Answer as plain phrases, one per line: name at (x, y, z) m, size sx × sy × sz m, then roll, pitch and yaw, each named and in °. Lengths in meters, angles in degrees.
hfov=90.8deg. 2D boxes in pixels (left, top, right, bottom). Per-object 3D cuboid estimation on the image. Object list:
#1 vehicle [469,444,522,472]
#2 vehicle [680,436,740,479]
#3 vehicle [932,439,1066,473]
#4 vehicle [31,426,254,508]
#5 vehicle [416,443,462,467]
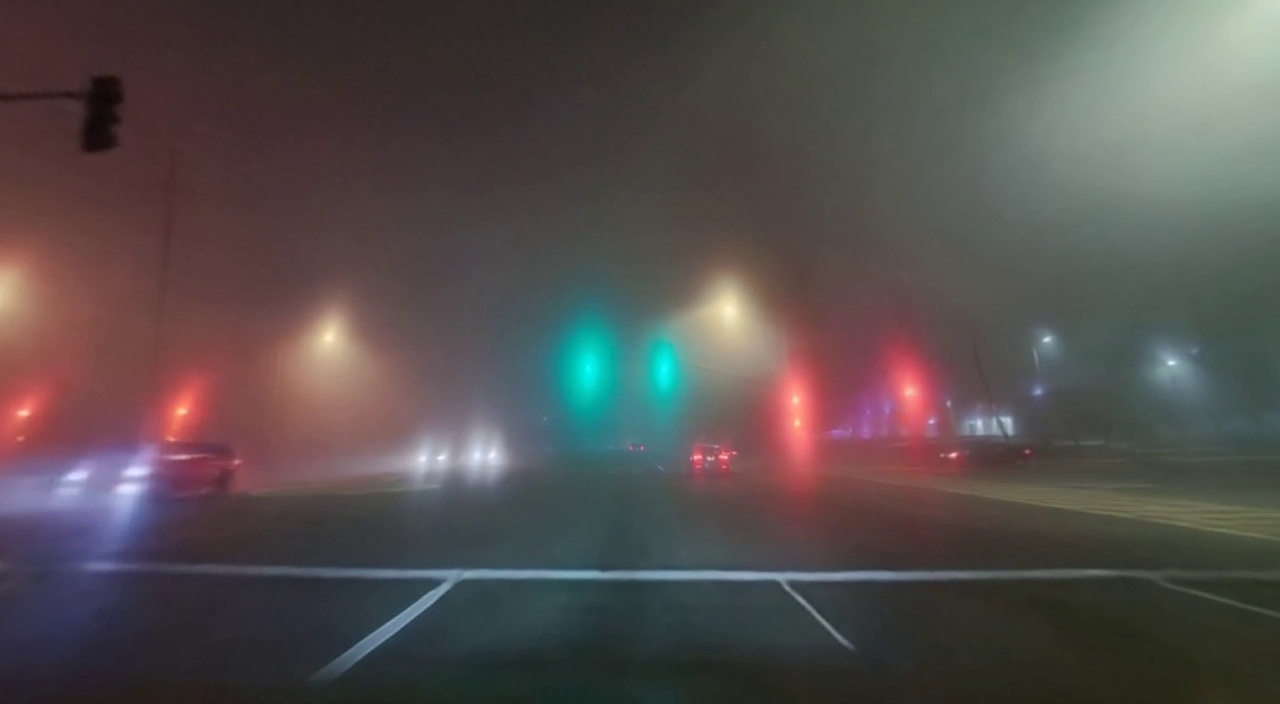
vehicle at (-8.057, 5.942, 35.735) m, size 1.963 × 1.472 × 4.584 m, roll 0°, pitch -9°, yaw 0°
vehicle at (3.034, 4.698, 28.351) m, size 2.069 × 1.761 × 4.610 m, roll 0°, pitch -9°, yaw -1°
vehicle at (16.422, 4.791, 29.142) m, size 4.839 × 1.490 × 2.134 m, roll -1°, pitch -9°, yaw 5°
vehicle at (-12.263, 2.855, 16.095) m, size 1.951 × 1.759 × 4.518 m, roll 0°, pitch -9°, yaw 0°
vehicle at (-15.435, 7.934, 48.744) m, size 2.021 × 1.786 × 4.624 m, roll 0°, pitch -9°, yaw 0°
